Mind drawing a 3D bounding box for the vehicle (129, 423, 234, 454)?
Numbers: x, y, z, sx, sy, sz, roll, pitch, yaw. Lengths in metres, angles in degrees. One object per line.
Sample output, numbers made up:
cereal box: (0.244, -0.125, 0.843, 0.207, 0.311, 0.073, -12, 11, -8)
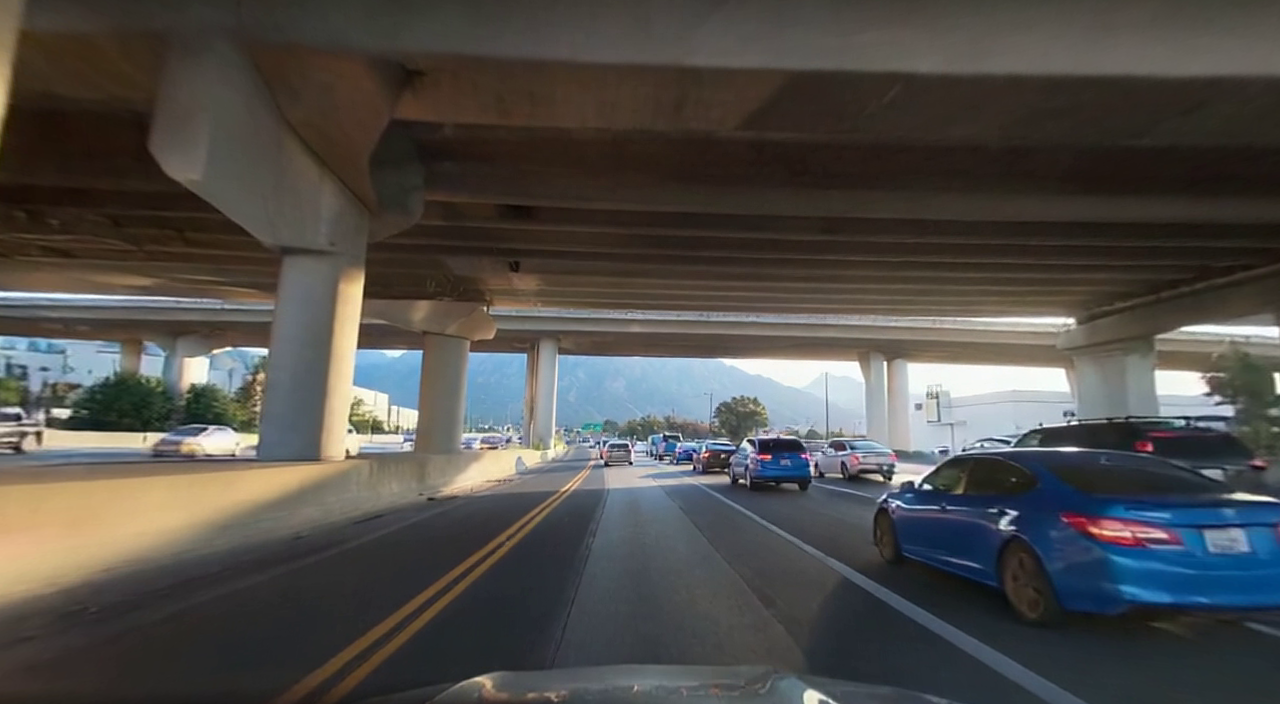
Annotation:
vehicle: (-23.451, 4.468, 32.579, 1.979, 1.481, 4.811, 0, -8, -2)

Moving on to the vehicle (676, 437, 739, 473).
vehicle: (2.925, 4.595, 28.439, 2.074, 1.455, 4.646, 0, -8, -3)

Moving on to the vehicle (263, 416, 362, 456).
vehicle: (-16.262, 4.240, 31.813, 2.120, 1.831, 5.735, 0, -8, -3)

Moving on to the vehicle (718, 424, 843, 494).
vehicle: (3.881, 3.066, 18.564, 2.276, 1.739, 5.040, 0, -8, -3)

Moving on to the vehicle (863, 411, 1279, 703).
vehicle: (3.735, 1.347, 5.371, 1.944, 1.466, 4.540, 0, -8, -1)

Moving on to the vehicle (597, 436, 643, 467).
vehicle: (-1.061, 5.241, 33.533, 2.266, 1.549, 3.978, 0, -8, -2)
